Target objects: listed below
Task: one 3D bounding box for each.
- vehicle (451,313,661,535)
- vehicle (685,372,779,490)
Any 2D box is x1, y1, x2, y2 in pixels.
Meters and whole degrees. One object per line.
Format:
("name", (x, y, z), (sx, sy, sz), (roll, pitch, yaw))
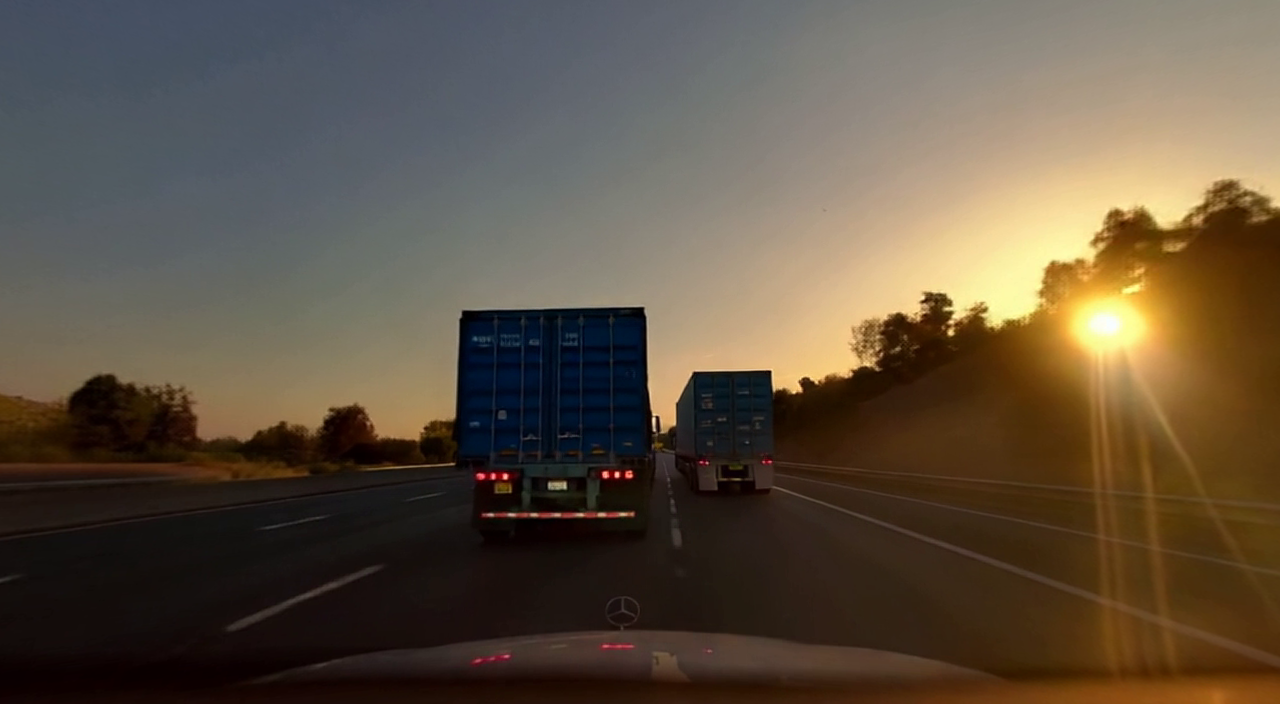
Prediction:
("vehicle", (-1.083, 2.448, 18.978), (3.267, 3.655, 17.154), (0, -9, 2))
("vehicle", (3.521, 3.533, 27.207), (2.942, 4.003, 11.297), (0, -9, 3))
